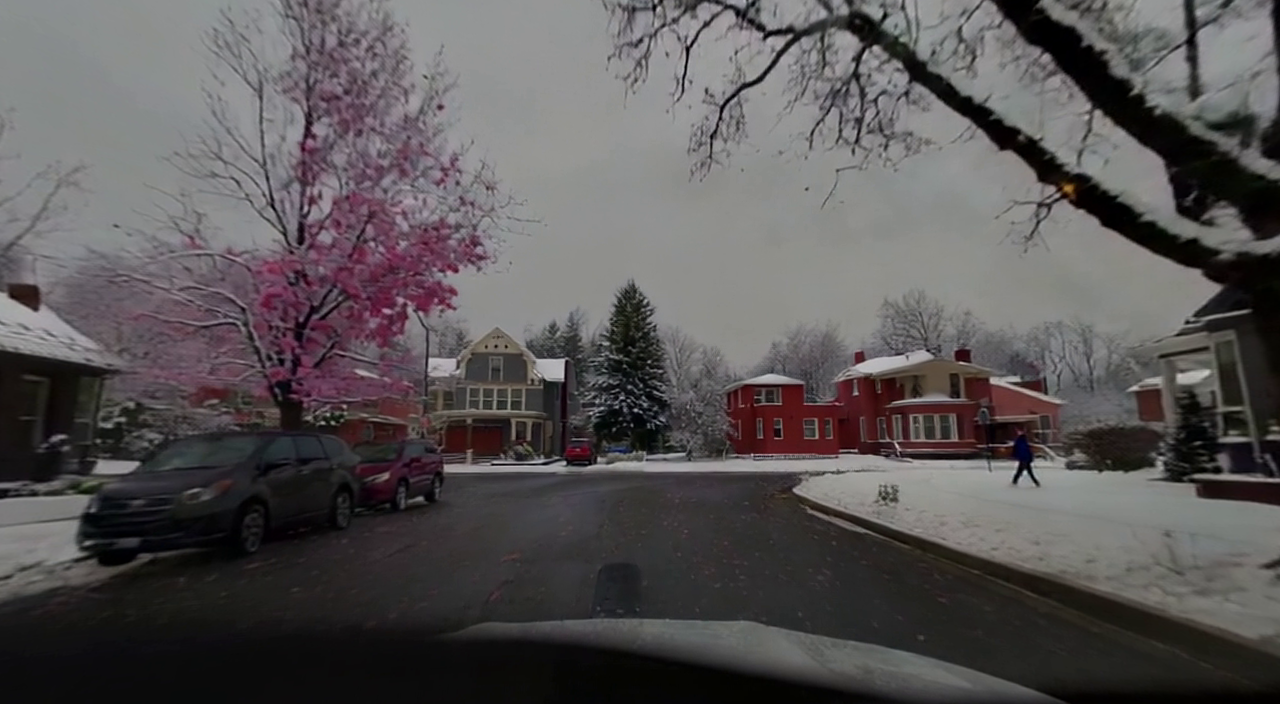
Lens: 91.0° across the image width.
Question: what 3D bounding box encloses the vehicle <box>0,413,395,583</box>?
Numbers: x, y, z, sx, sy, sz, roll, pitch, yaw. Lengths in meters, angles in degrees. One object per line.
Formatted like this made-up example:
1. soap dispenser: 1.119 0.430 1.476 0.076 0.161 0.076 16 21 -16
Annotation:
1. vehicle: -5.702 1.914 9.139 2.139 1.783 4.717 -1 -9 4

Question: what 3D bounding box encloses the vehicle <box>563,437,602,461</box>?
1. vehicle: -3.722 6.429 41.608 1.968 1.491 4.486 0 -9 2
